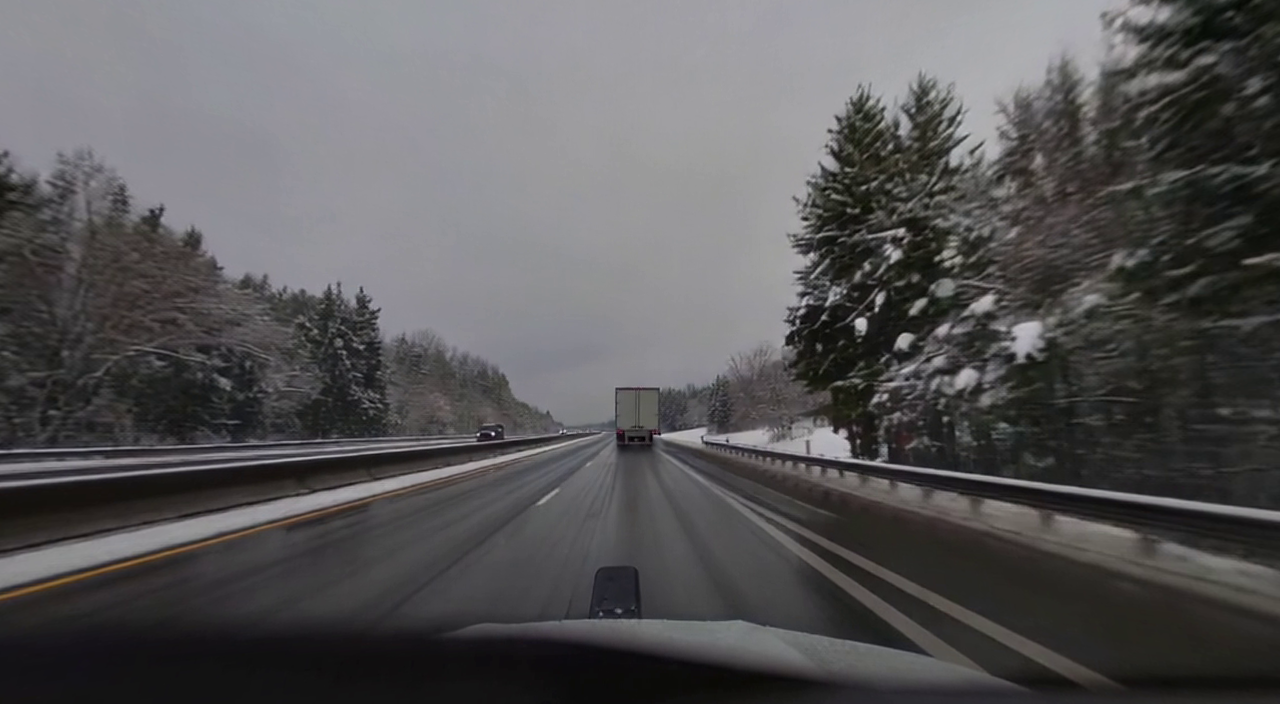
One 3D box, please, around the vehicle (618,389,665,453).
[{"bbox_3d":[-0.047,5.129,45.692,3.013,4.016,11.496,0,-8,-1],"label":"vehicle"}]
